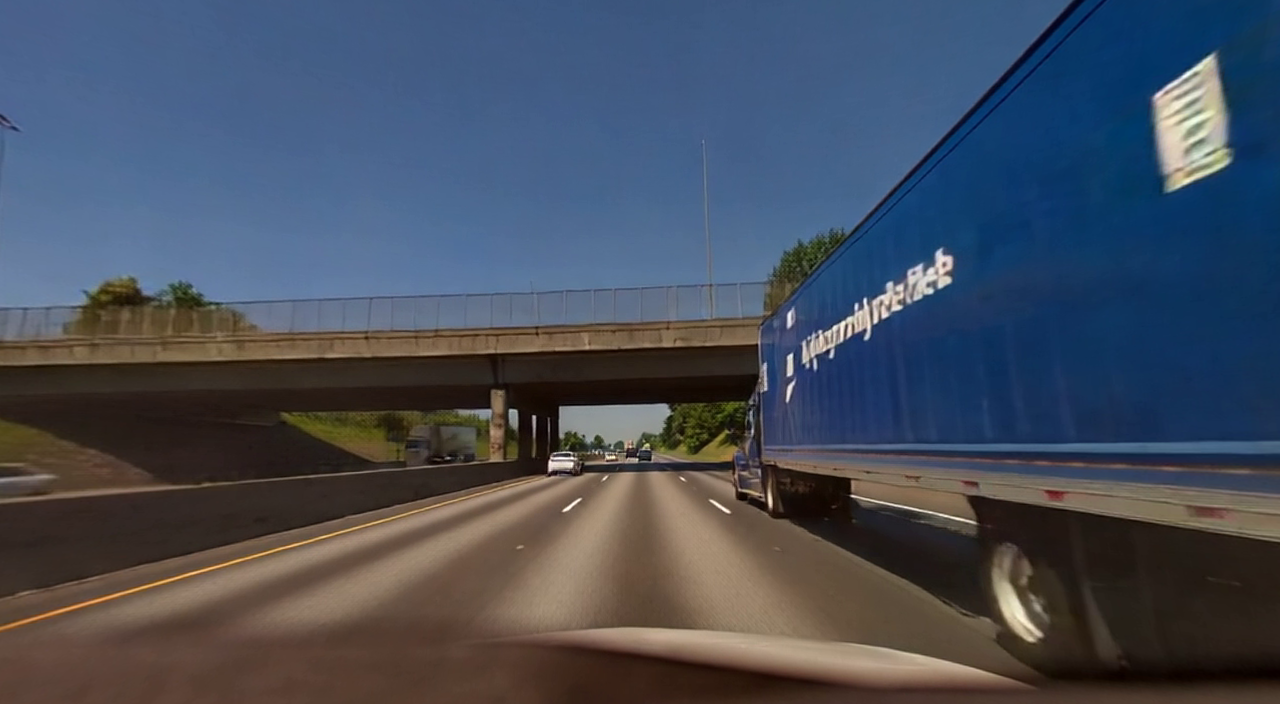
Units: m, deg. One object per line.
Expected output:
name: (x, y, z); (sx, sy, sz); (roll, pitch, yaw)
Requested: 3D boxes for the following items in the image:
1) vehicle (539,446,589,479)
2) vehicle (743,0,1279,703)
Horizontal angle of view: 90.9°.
vehicle: (-3.590, 5.322, 30.556); (1.918, 1.510, 4.006); (0, -9, 0)
vehicle: (4.201, 0.665, 9.112); (3.025, 4.005, 14.010); (0, -9, 0)
